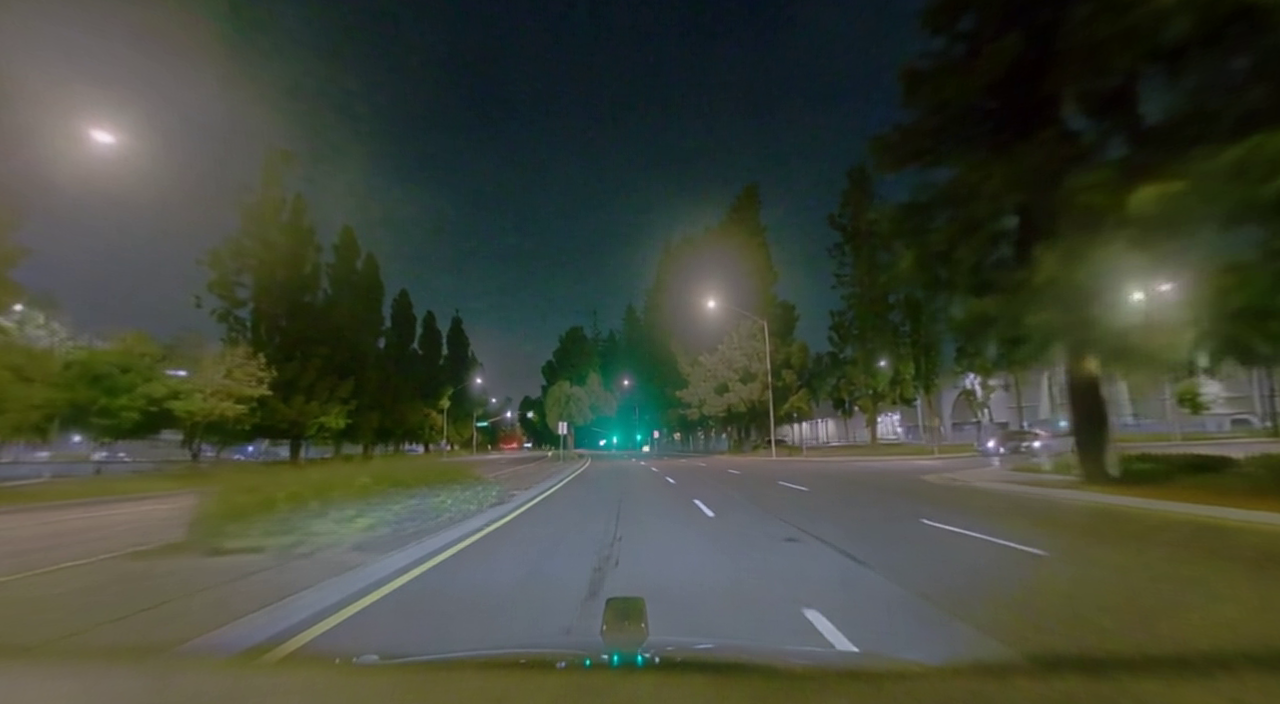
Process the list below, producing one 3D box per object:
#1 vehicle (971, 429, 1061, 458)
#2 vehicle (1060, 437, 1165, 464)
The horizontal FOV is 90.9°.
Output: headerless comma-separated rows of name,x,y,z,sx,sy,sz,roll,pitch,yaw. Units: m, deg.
vehicle,25.943,6.330,43.543,4.950,1.924,2.146,1,-8,-8
vehicle,25.126,5.264,33.593,4.053,1.376,1.945,0,-8,-3
